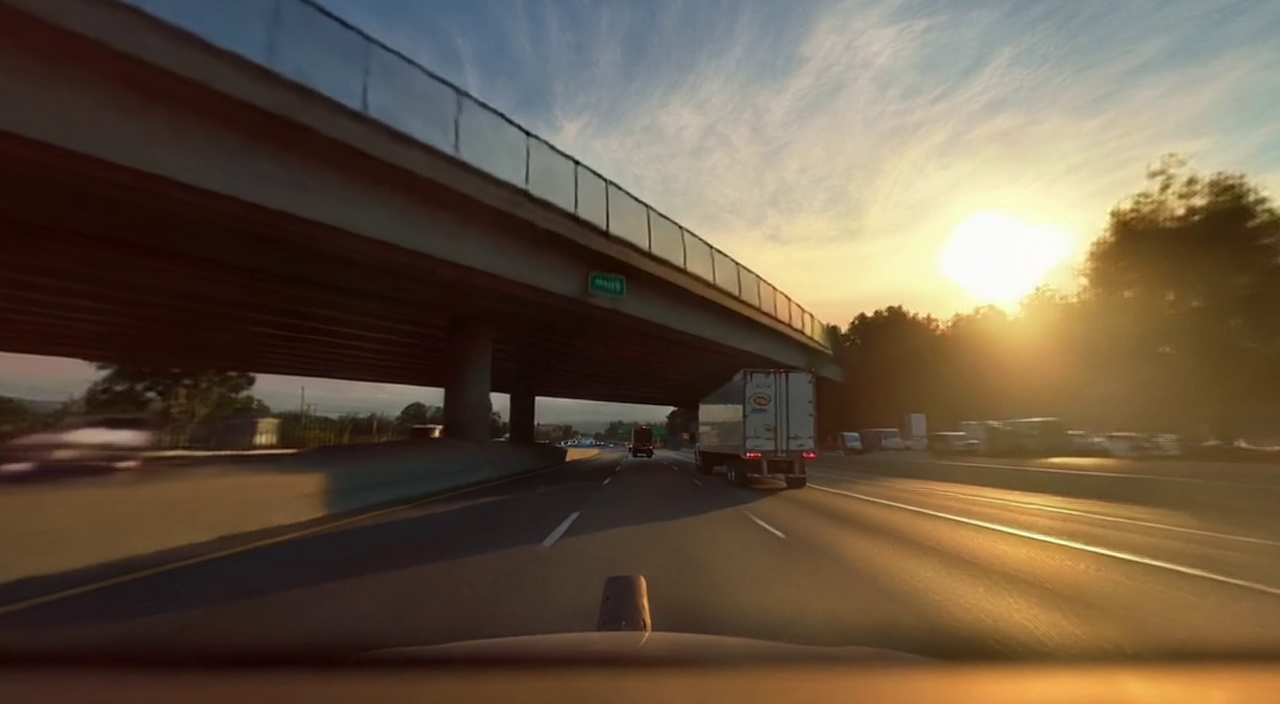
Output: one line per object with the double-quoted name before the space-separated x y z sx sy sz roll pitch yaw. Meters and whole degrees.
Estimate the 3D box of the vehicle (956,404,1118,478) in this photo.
"vehicle" 21.977 5.108 35.936 2.784 3.571 9.857 0 -9 0

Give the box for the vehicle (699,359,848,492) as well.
"vehicle" 4.677 3.267 26.197 2.881 3.995 14.382 0 -9 -1

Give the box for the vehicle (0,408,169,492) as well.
"vehicle" -12.156 1.981 12.813 1.831 1.463 4.205 0 -9 1
